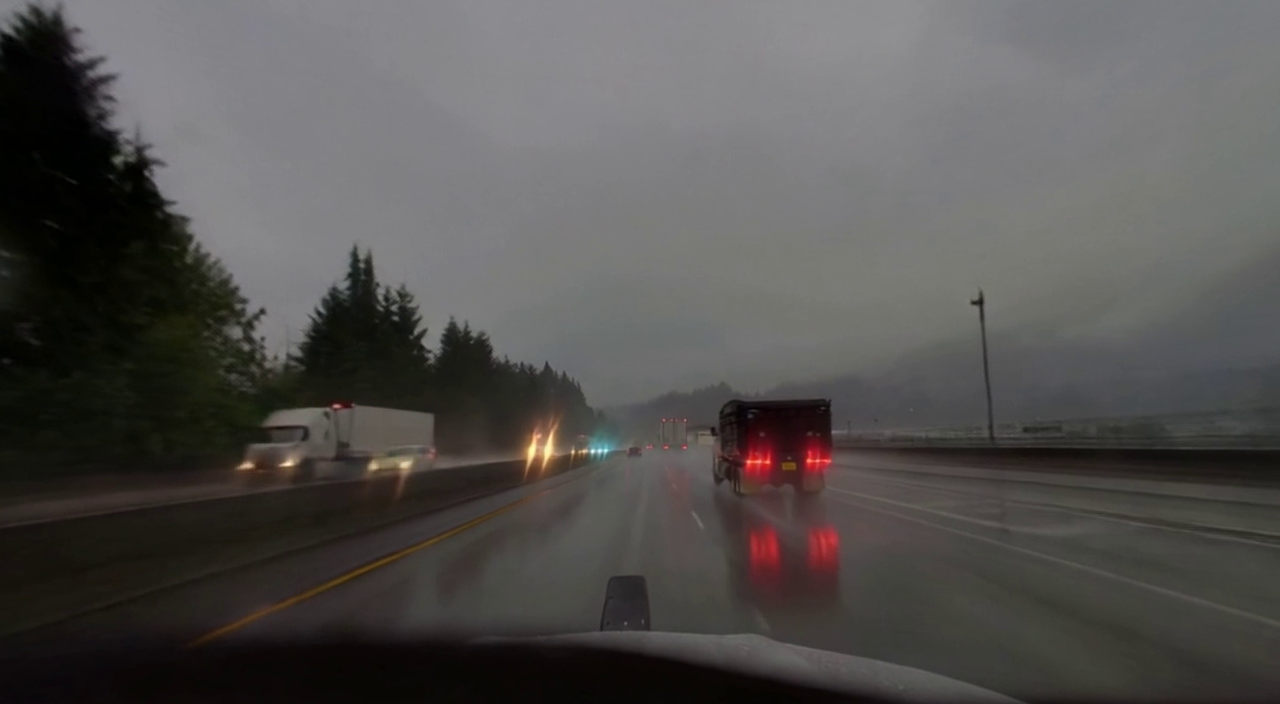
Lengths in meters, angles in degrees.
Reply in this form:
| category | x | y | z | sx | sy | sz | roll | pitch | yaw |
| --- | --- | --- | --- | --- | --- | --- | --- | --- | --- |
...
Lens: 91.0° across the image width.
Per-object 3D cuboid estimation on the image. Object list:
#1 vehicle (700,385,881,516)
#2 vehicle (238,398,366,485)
| category | x | y | z | sx | sy | sz | roll | pitch | yaw |
| --- | --- | --- | --- | --- | --- | --- | --- | --- | --- |
| vehicle | 3.120 | 2.300 | 15.016 | 2.677 | 2.439 | 6.402 | 0 | -8 | 0 |
| vehicle | -16.749 | 4.517 | 31.771 | 2.976 | 3.946 | 5.951 | 0 | -8 | 1 |
